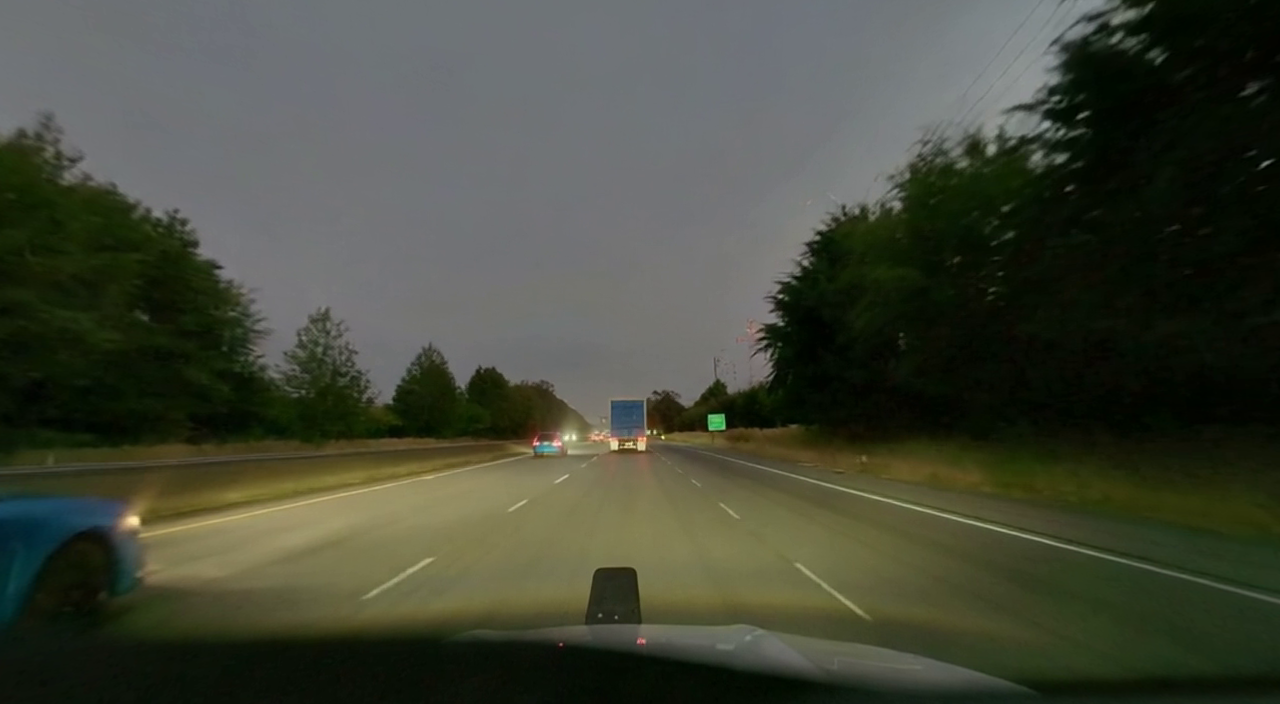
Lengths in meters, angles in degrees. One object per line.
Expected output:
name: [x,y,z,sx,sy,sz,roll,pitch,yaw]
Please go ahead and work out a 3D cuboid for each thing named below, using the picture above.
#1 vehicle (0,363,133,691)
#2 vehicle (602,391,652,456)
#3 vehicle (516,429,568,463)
vehicle: [-4.216,0.671,1.620,2.117,1.618,4.480,0,-7,-1]
vehicle: [-0.814,4.892,42.463,2.955,3.851,9.915,0,-8,-1]
vehicle: [-4.669,4.548,30.678,1.934,1.549,4.194,0,-7,-1]
